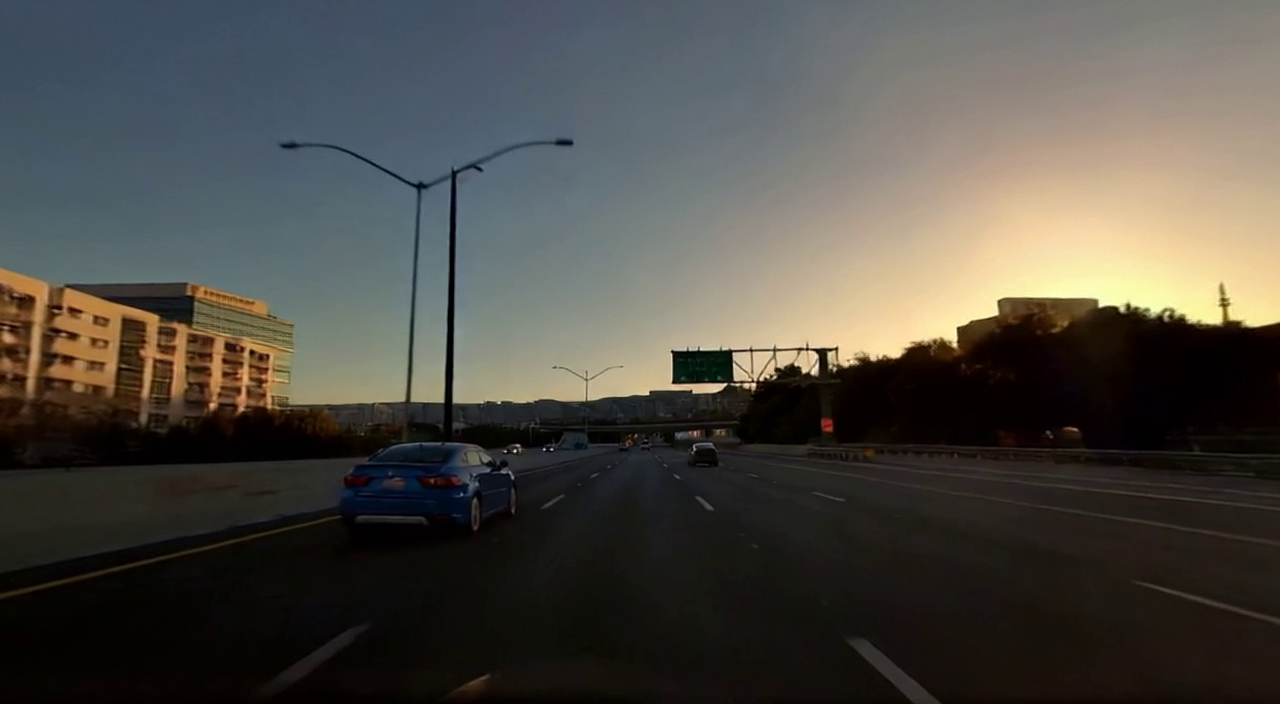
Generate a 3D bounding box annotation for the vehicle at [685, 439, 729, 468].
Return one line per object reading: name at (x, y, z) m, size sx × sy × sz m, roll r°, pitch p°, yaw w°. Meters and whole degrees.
vehicle at (3.682, 5.663, 35.463) m, size 1.949 × 1.515 × 4.374 m, roll 0°, pitch -8°, yaw -1°

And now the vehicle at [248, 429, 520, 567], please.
vehicle at (-3.294, 1.959, 9.380) m, size 1.979 × 1.505 × 4.705 m, roll 0°, pitch -8°, yaw 1°
